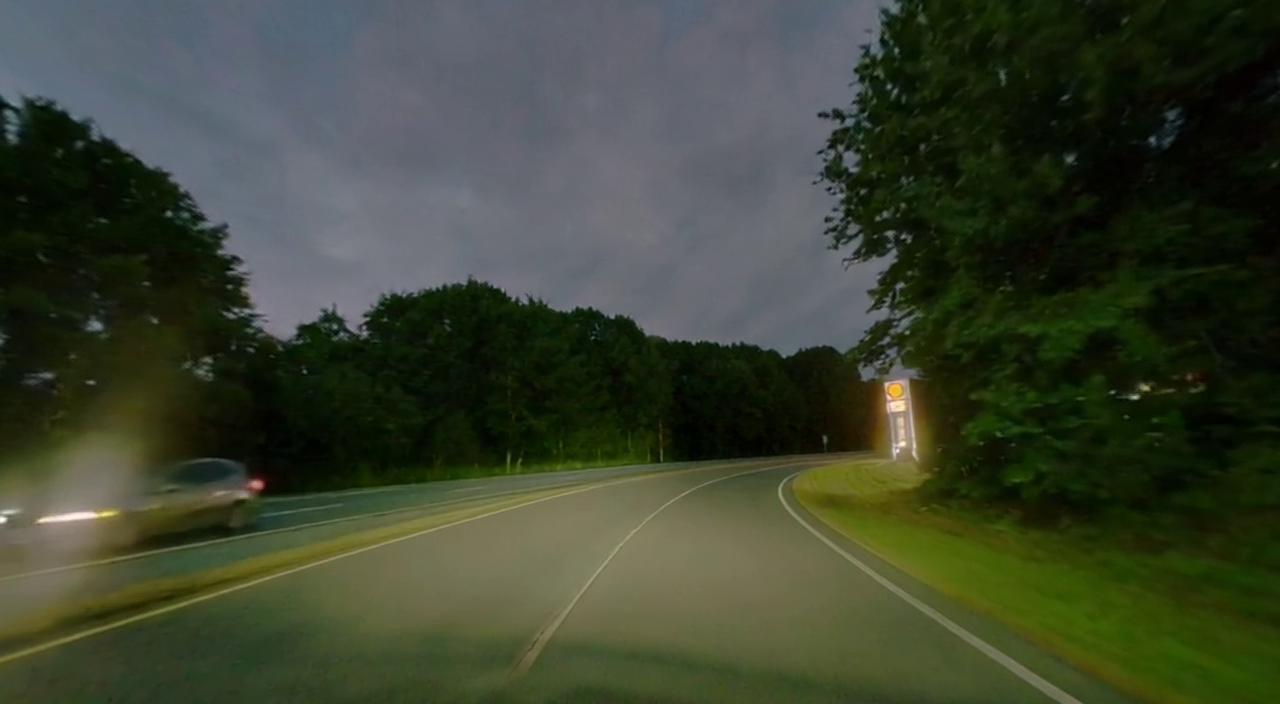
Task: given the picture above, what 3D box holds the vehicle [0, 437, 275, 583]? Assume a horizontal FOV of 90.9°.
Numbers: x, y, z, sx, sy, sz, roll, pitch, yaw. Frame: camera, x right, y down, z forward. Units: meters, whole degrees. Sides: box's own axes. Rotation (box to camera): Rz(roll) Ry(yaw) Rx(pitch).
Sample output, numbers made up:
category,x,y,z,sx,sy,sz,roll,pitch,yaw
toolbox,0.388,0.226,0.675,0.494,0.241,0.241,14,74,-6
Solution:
category,x,y,z,sx,sy,sz,roll,pitch,yaw
vehicle,-6.852,1.864,8.178,1.811,1.428,3.647,-1,-9,4
